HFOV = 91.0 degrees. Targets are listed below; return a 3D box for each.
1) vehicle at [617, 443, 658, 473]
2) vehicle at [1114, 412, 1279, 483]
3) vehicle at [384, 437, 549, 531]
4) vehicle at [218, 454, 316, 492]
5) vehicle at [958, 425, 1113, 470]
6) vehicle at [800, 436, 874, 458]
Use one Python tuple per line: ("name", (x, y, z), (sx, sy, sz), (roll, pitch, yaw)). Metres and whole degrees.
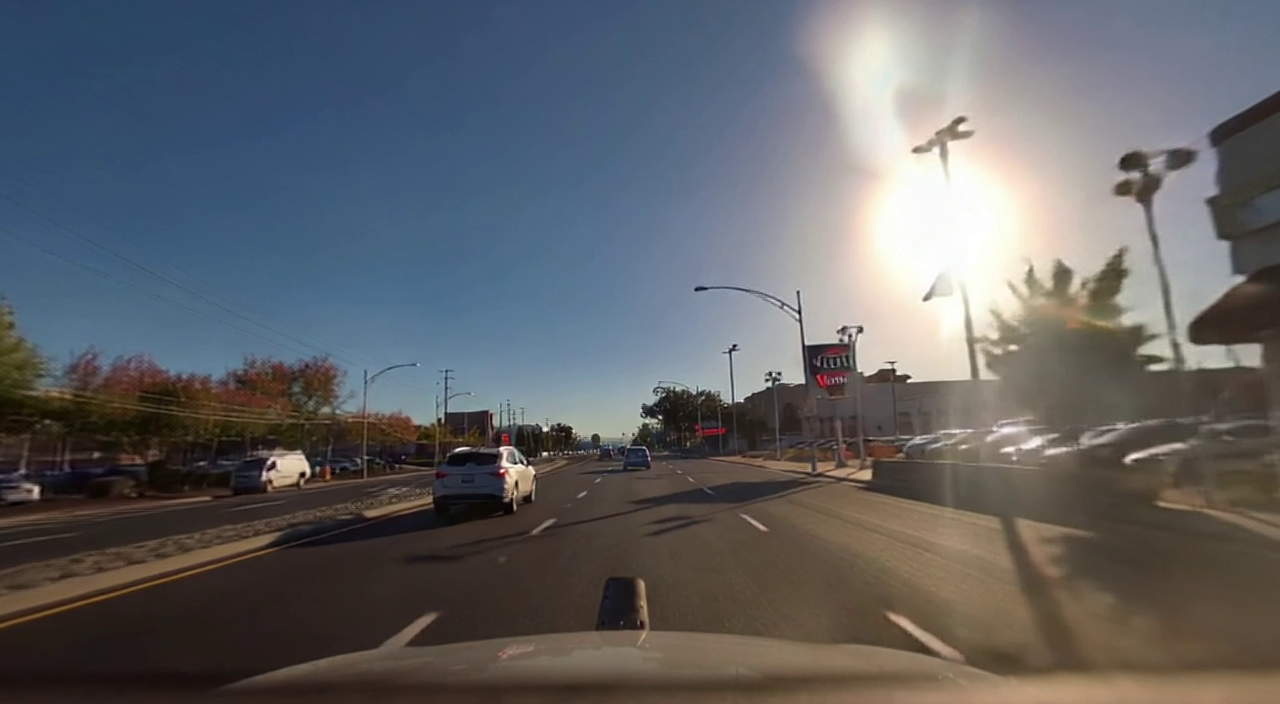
("vehicle", (-0.142, 5.496, 32.917), (2.019, 1.459, 4.005), (0, -9, -1))
("vehicle", (14.320, 2.286, 15.108), (4.184, 1.555, 2.033), (0, -9, 0))
("vehicle", (-3.096, 2.444, 12.292), (1.939, 1.496, 4.309), (0, -9, 1))
("vehicle", (-23.024, 7.435, 39.269), (2.416, 2.082, 6.190), (0, -9, -2))
("vehicle", (14.502, 3.524, 23.283), (4.307, 1.552, 2.063), (0, -9, 0))
("vehicle", (14.066, 6.819, 45.184), (4.630, 1.497, 2.016), (0, -9, 0))
